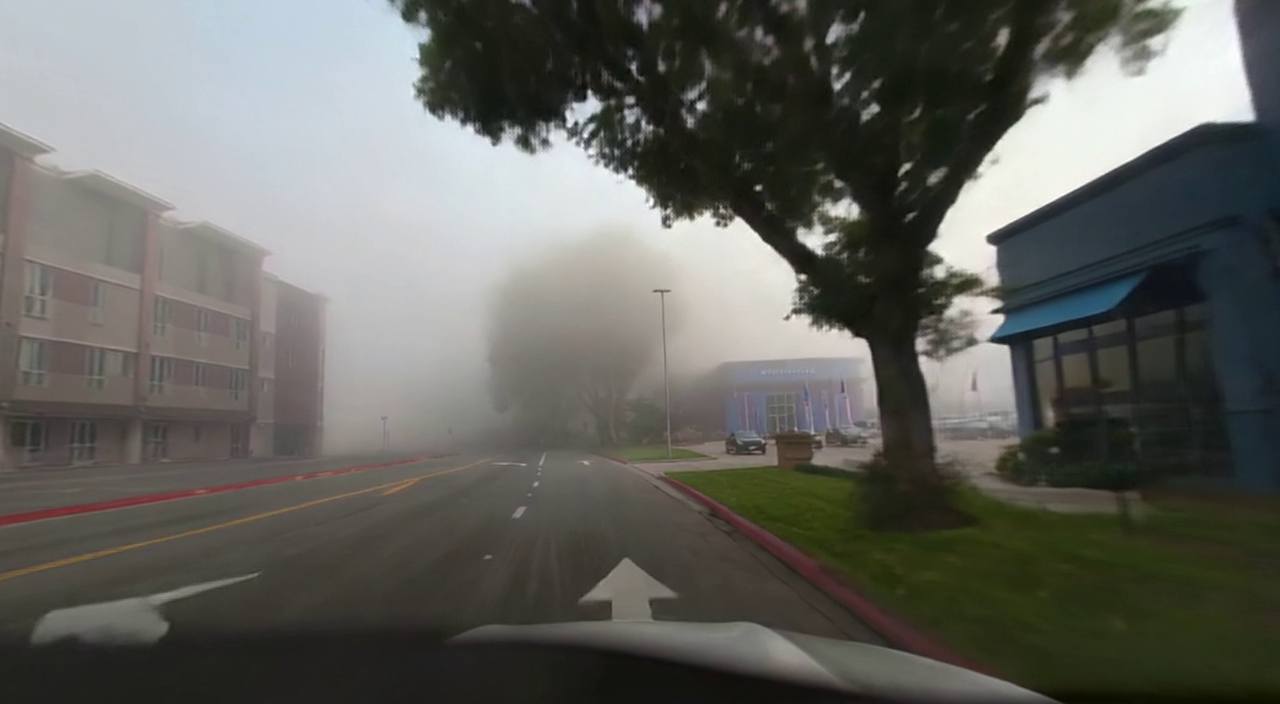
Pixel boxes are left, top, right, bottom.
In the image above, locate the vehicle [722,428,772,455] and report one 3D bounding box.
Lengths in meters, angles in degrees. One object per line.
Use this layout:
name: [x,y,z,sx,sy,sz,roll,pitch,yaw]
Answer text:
vehicle: [6.351,5.364,37.708,1.769,1.516,3.520,0,-9,-11]
